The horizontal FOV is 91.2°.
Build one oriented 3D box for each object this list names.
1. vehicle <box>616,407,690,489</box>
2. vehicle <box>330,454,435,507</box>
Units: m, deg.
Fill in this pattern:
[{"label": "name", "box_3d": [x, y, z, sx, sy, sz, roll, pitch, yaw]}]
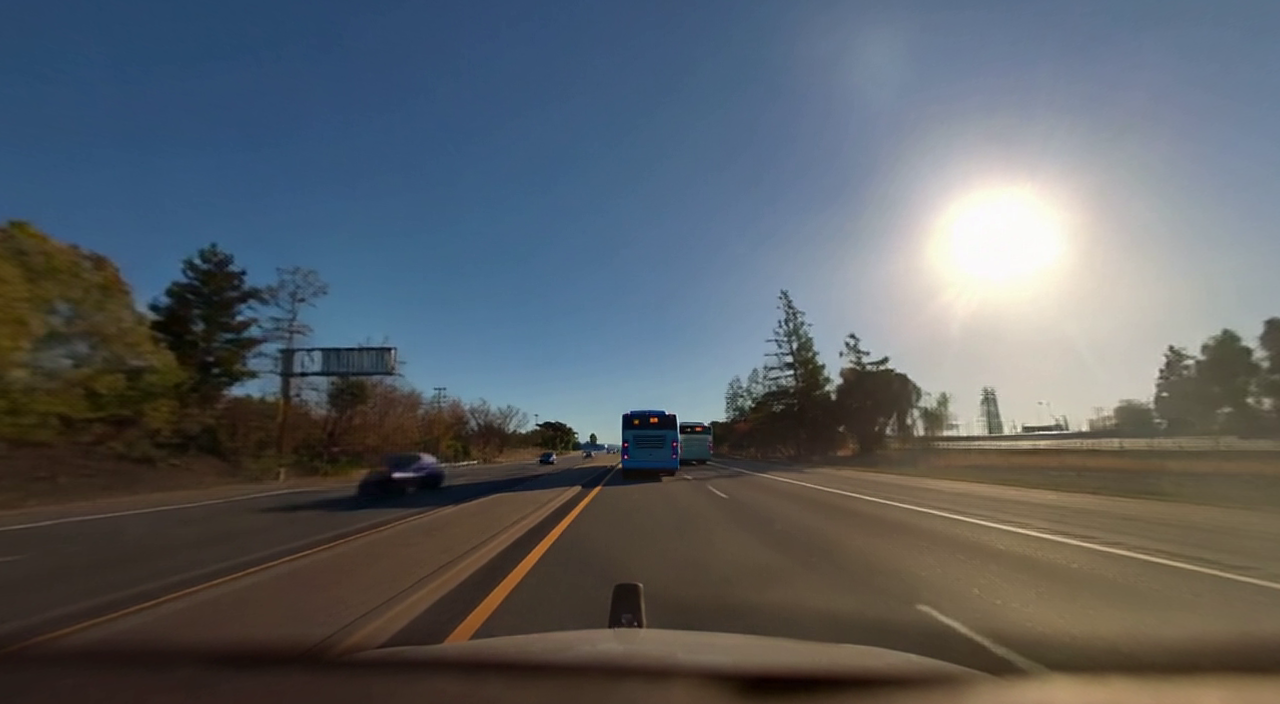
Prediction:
[{"label": "vehicle", "box_3d": [0.369, 3.613, 23.680, 2.414, 2.675, 5.574, 0, -9, -1]}, {"label": "vehicle", "box_3d": [-8.579, 4.275, 21.301, 1.867, 1.536, 3.985, -1, -9, 0]}]
